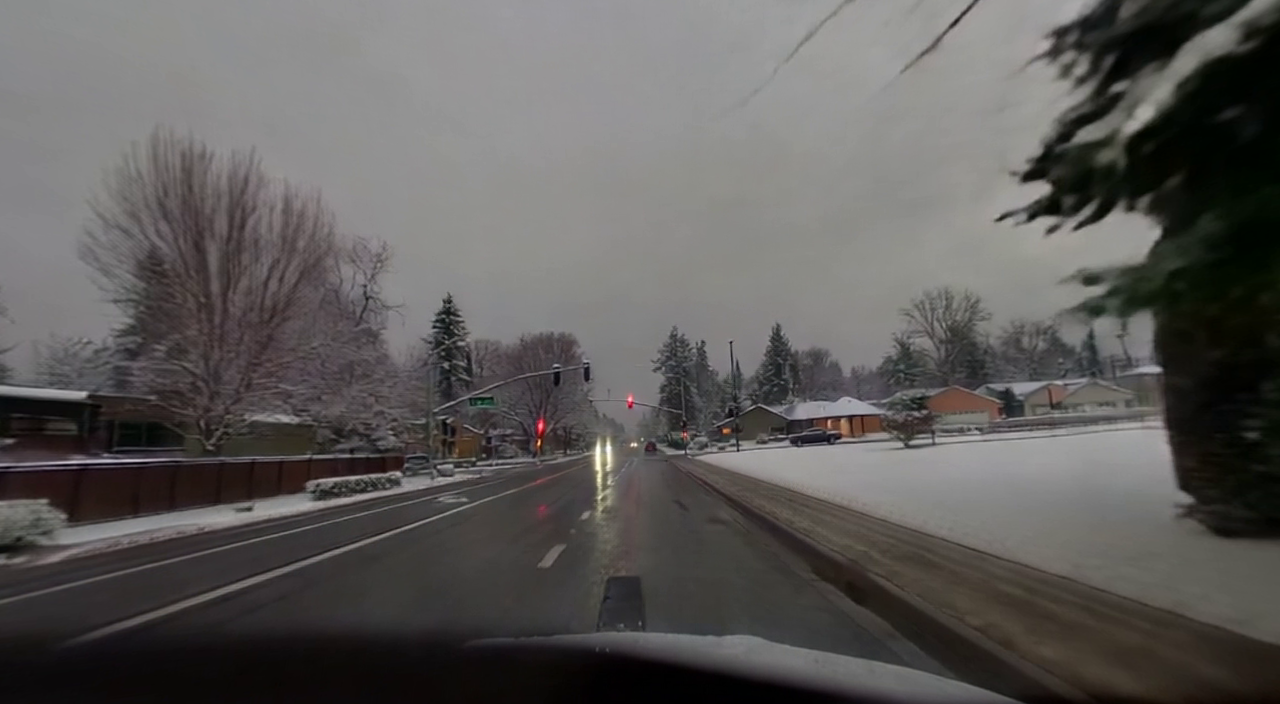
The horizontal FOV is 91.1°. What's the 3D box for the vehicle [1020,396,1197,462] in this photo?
[{"bbox_3d":[14.305,2.379,19.334,3.917,1.454,1.725,-7,-8,0],"label":"vehicle"}]
